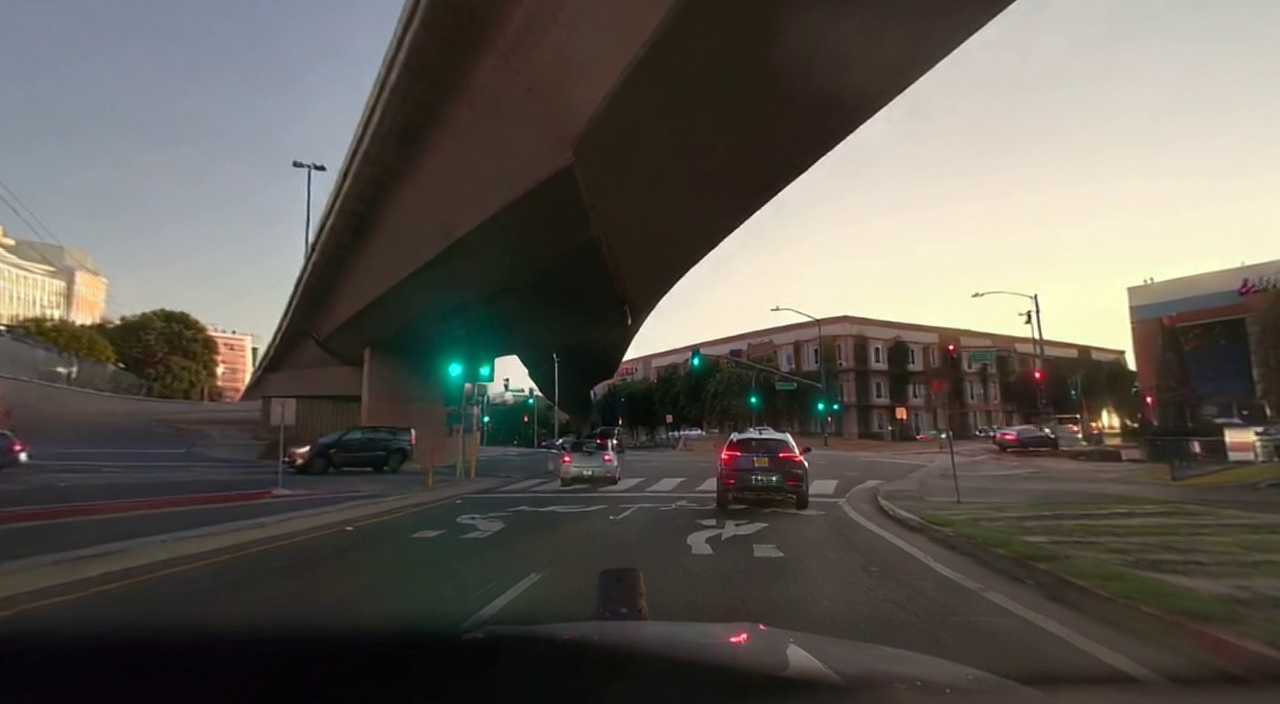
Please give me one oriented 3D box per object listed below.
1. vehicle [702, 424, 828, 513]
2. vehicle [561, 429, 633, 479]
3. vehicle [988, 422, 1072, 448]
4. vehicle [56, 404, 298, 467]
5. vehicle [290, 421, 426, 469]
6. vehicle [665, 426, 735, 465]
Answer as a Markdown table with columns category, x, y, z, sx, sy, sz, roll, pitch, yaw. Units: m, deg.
| category | x | y | z | sx | sy | sz | roll | pitch | yaw |
| --- | --- | --- | --- | --- | --- | --- | --- | --- | --- |
| vehicle | 2.487 | 2.409 | 13.543 | 2.195 | 1.571 | 4.353 | -1 | -8 | 6 |
| vehicle | -1.542 | 3.471 | 21.744 | 2.214 | 1.519 | 4.704 | 1 | -8 | -6 |
| vehicle | 25.008 | 5.344 | 40.442 | 4.755 | 1.623 | 2.290 | 4 | -9 | -25 |
| vehicle | -31.291 | 5.852 | 44.223 | 3.136 | 3.659 | 13.988 | -3 | -8 | 21 |
| vehicle | -11.972 | 3.987 | 27.075 | 4.761 | 1.930 | 2.175 | 0 | -8 | -3 |
| vehicle | 2.452 | 4.022 | 27.167 | 2.332 | 1.543 | 4.730 | 0 | -8 | -3 |
